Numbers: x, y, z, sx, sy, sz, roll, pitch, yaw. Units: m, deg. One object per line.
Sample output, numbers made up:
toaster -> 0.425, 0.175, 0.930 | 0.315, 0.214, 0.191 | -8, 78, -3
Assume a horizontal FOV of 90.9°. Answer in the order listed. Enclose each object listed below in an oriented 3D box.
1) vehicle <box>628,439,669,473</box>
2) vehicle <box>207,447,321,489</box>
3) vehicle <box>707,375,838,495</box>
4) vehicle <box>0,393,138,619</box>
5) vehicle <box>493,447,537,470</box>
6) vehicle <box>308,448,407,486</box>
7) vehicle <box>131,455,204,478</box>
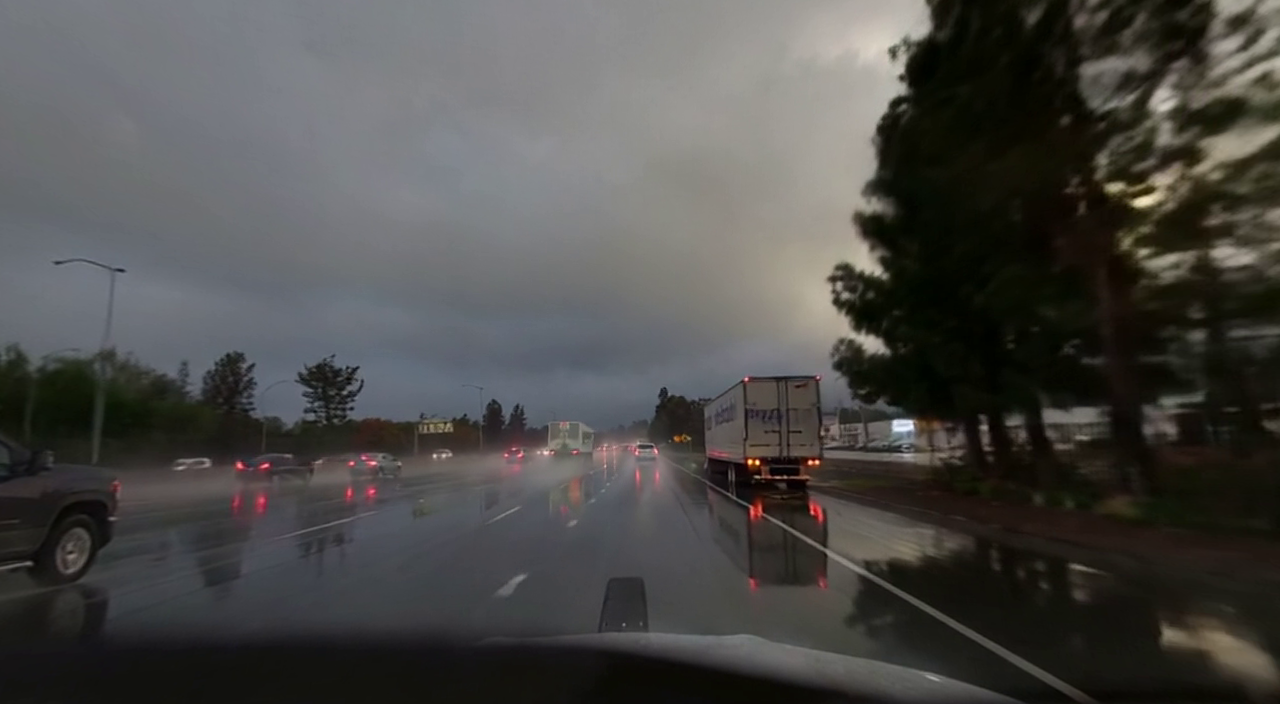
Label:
vehicle -> 0.489, 5.940, 36.315 | 2.227, 1.794, 4.646 | 0, -8, 1
vehicle -> -15.910, 4.908, 27.006 | 1.885, 1.591, 4.599 | -1, -8, 2
vehicle -> 4.958, 3.585, 26.618 | 2.801, 3.732, 11.836 | -4, -9, 0
vehicle -> -6.281, 1.088, 4.038 | 2.200, 1.793, 4.586 | -1, -8, 2
vehicle -> -8.689, 7.410, 44.168 | 1.929, 1.477, 4.746 | -1, -8, 2
vehicle -> -12.220, 4.992, 27.685 | 1.928, 1.480, 4.823 | -1, -8, 2
vehicle -> -36.197, 8.739, 48.456 | 1.988, 1.560, 4.517 | -1, -8, 2
